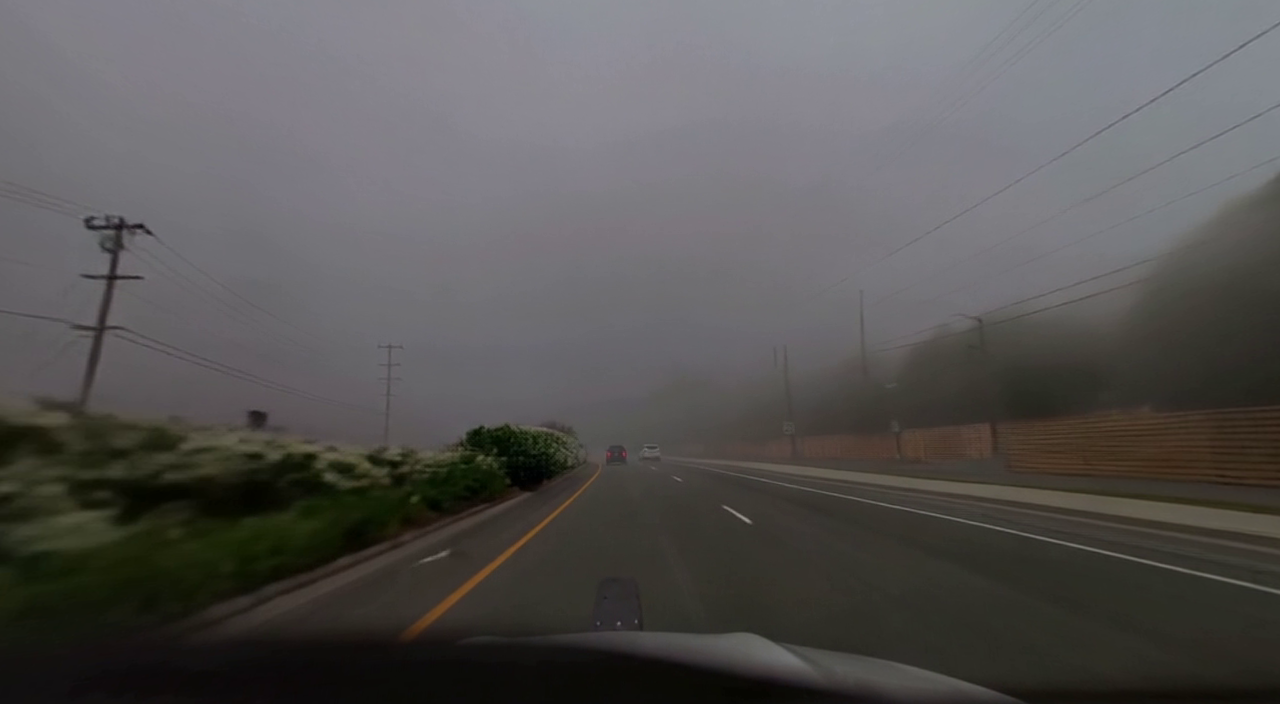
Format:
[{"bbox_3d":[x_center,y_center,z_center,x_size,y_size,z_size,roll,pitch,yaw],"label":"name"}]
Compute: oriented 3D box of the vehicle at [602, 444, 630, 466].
[{"bbox_3d":[-1.925,7.982,48.909,2.005,1.633,4.044,1,-8,-4],"label":"vehicle"}]
